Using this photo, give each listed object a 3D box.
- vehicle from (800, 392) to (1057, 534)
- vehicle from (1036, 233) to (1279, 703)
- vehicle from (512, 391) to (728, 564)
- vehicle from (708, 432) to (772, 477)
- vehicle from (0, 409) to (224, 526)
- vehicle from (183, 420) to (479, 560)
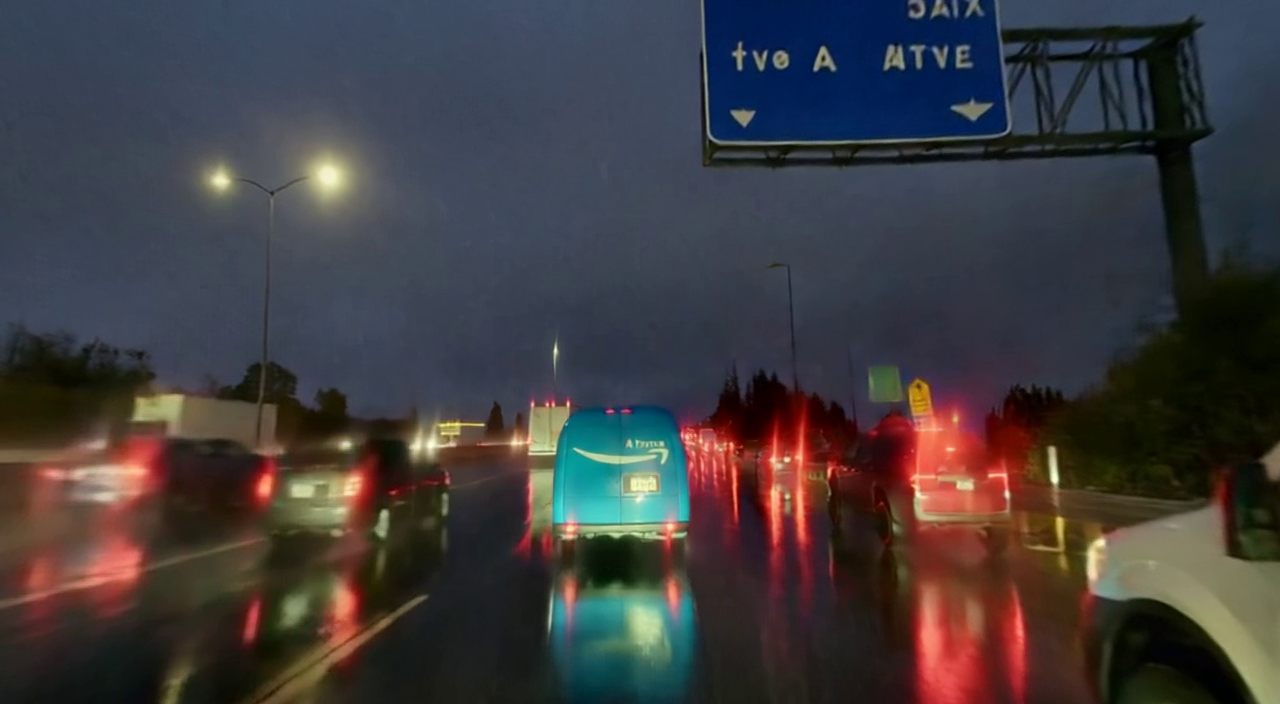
[{"bbox_3d":[4.818,1.986,11.741,2.179,1.999,5.331,1,-9,-1],"label":"vehicle"},{"bbox_3d":[2.980,0.390,0.193,2.341,1.890,5.144,0,-9,0],"label":"vehicle"},{"bbox_3d":[-0.207,1.658,8.961,2.287,1.823,4.369,0,-8,0],"label":"vehicle"},{"bbox_3d":[4.147,4.342,26.907,2.064,1.720,4.416,0,-8,1],"label":"vehicle"},{"bbox_3d":[-10.493,2.052,11.704,2.191,1.708,4.784,0,-8,1],"label":"vehicle"},{"bbox_3d":[-3.949,1.835,9.117,1.983,1.496,4.371,0,-8,1],"label":"vehicle"}]
